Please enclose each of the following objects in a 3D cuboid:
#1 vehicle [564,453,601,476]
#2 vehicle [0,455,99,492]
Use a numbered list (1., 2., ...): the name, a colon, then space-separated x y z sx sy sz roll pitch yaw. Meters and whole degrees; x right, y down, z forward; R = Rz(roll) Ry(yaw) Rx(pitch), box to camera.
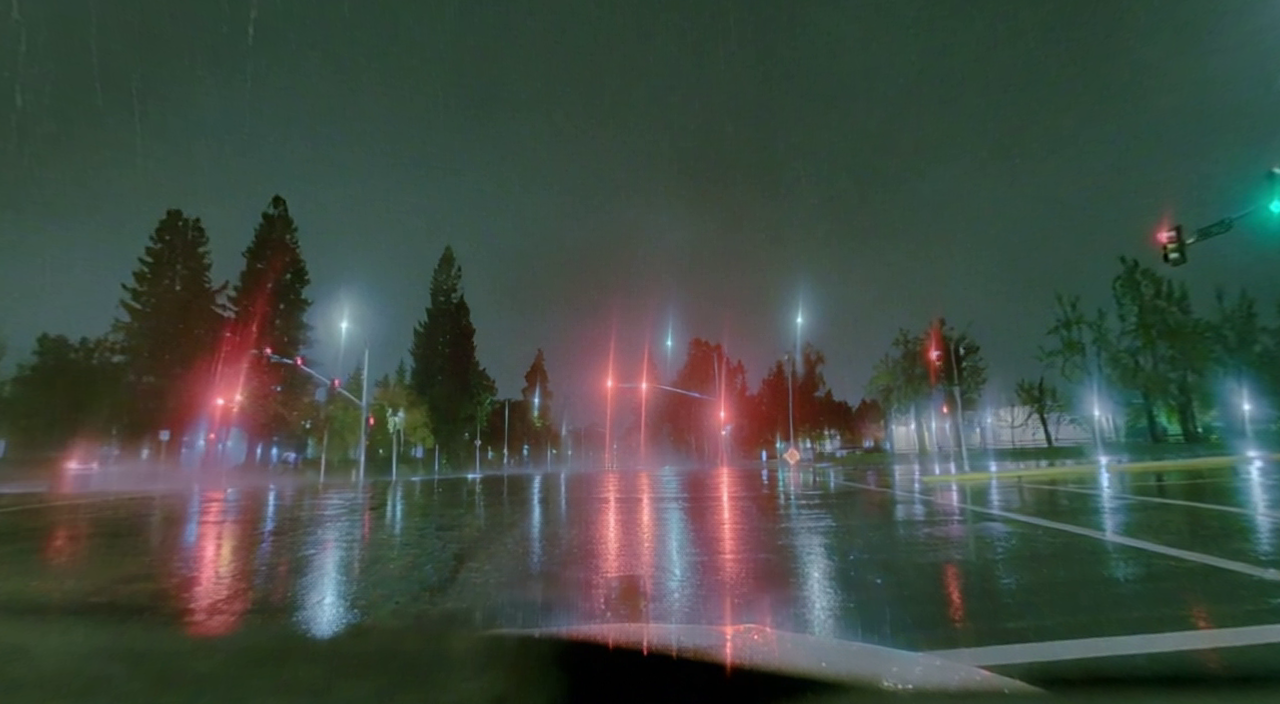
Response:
1. vehicle: -4.467 8.842 49.837 2.030 1.704 4.205 -1 -8 7
2. vehicle: -33.374 6.584 34.319 5.762 1.886 2.241 0 -8 2
